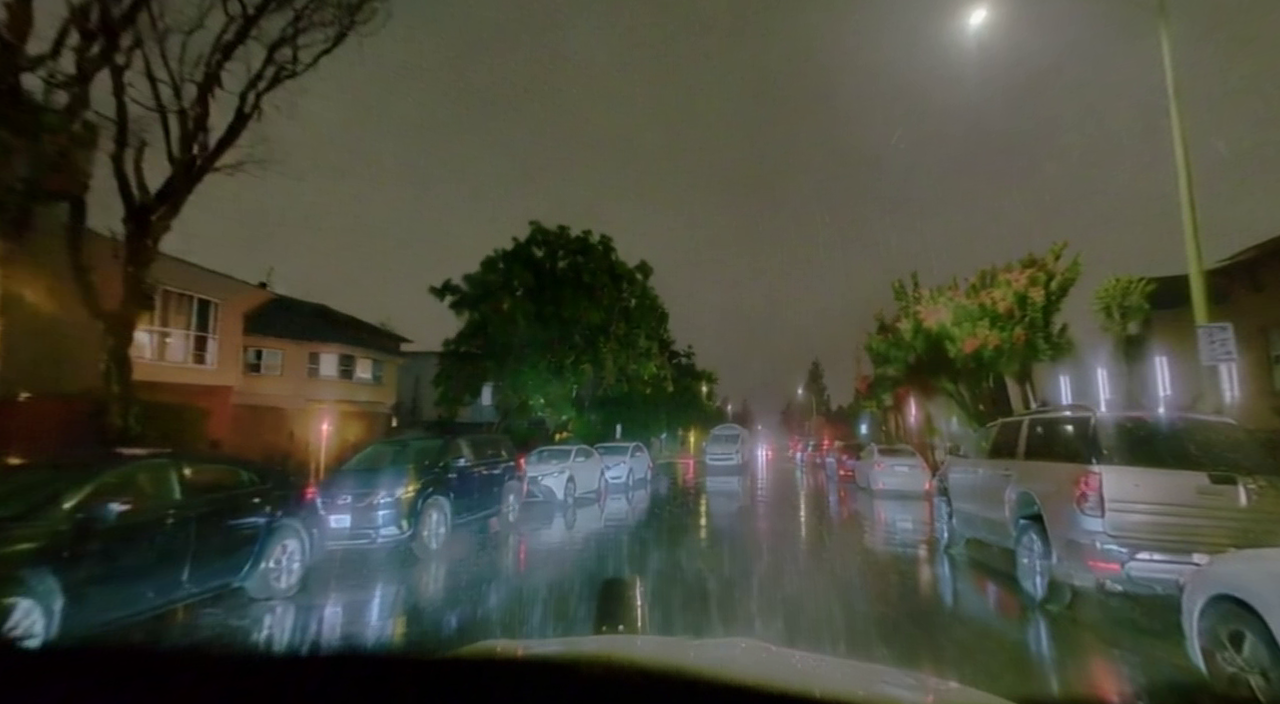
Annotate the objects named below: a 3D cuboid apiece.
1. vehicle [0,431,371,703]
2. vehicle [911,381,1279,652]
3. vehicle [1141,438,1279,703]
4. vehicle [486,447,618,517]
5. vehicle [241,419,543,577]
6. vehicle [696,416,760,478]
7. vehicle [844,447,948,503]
[{"bbox_3d":[-4.242,1.401,4.866,1.855,1.510,4.406,-1,-8,9],"label":"vehicle"},{"bbox_3d":[4.787,1.508,6.911,2.182,1.900,4.779,-1,-8,9],"label":"vehicle"},{"bbox_3d":[3.903,0.951,1.693,1.992,1.456,4.610,-2,-8,11],"label":"vehicle"},{"bbox_3d":[-2.013,3.175,16.162,1.861,1.474,4.749,-2,-9,11],"label":"vehicle"},{"bbox_3d":[-3.380,2.091,10.058,2.203,1.815,4.972,-1,-8,8],"label":"vehicle"},{"bbox_3d":[4.763,4.950,33.171,2.716,2.887,6.781,-2,-8,13],"label":"vehicle"},{"bbox_3d":[7.543,3.608,19.088,1.813,1.468,4.267,-1,-8,7],"label":"vehicle"}]
